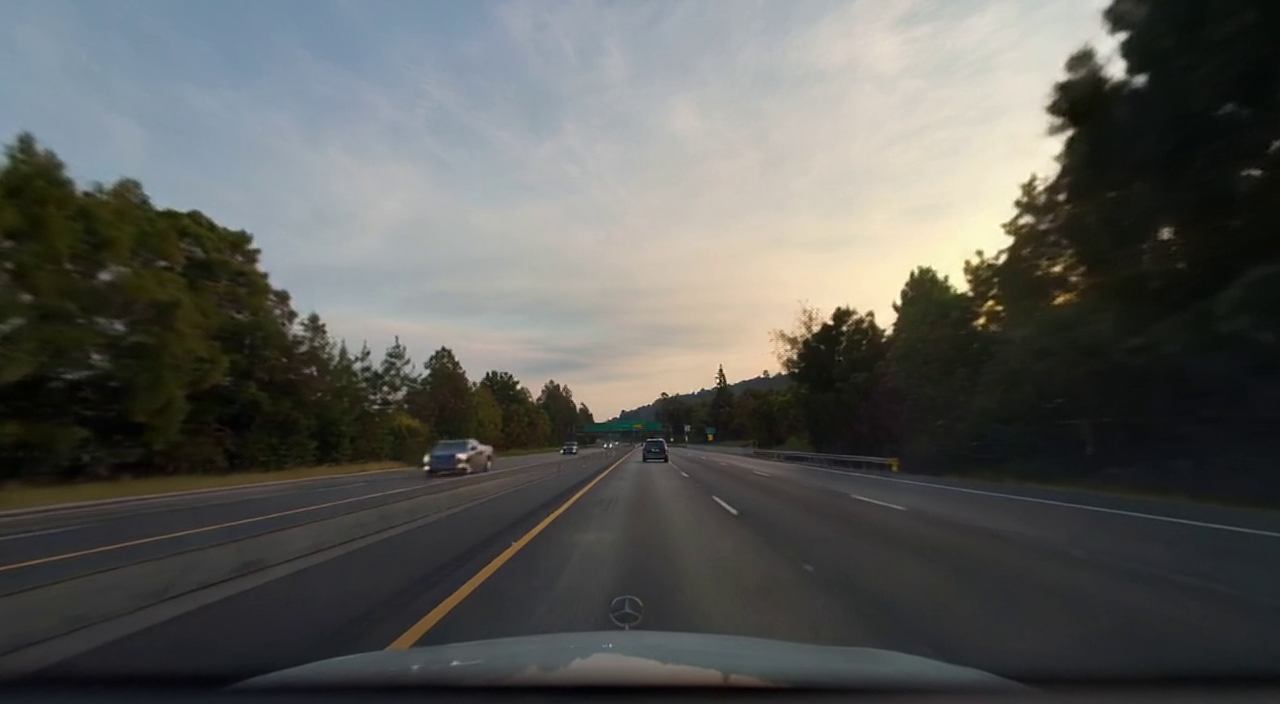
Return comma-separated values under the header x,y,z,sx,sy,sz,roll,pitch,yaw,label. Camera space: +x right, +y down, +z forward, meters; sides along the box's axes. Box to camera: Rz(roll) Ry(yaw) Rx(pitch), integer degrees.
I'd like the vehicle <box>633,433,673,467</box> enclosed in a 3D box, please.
x,y,z,sx,sy,sz,roll,pitch,yaw,label
0.790,5.945,38.373,2.301,1.944,4.554,0,-8,1,vehicle

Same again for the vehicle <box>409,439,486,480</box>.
x,y,z,sx,sy,sz,roll,pitch,yaw,label
-7.998,4.490,26.590,1.861,1.535,4.353,0,-8,0,vehicle
